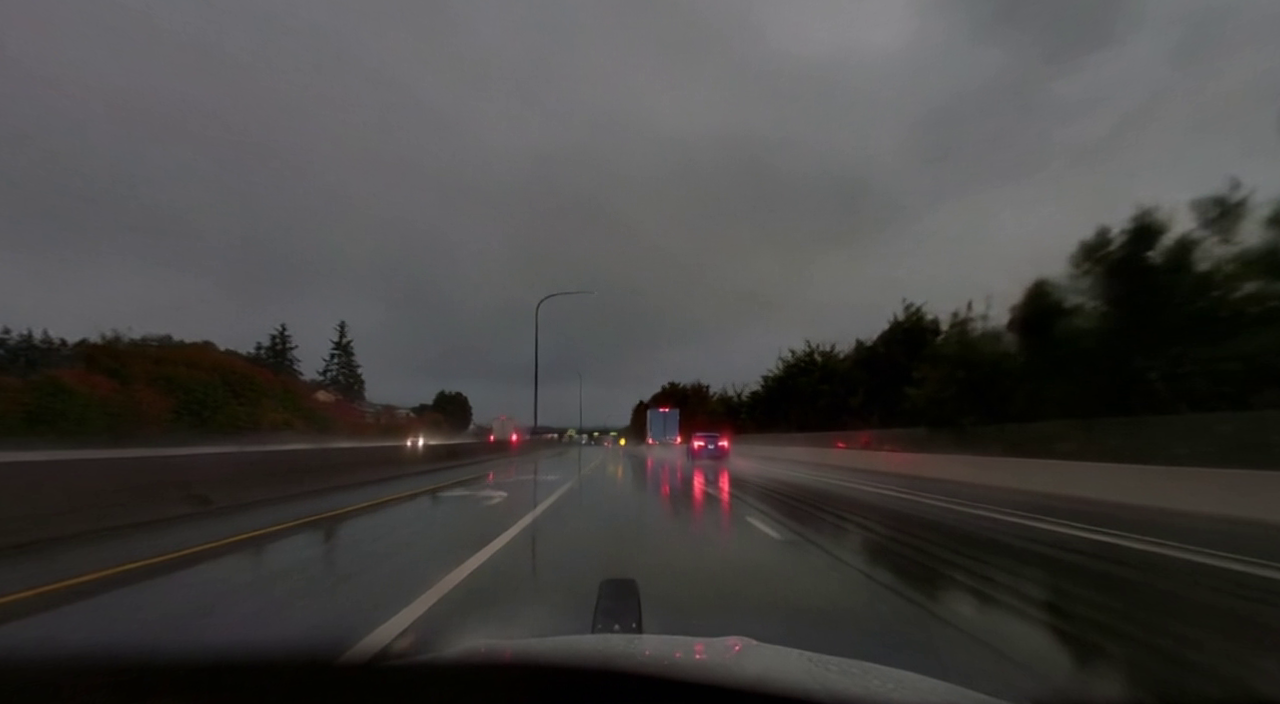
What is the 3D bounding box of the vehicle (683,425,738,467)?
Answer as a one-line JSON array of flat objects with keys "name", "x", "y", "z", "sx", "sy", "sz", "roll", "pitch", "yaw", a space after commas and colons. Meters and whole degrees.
[{"name": "vehicle", "x": 3.406, "y": 4.631, "z": 31.235, "sx": 2.076, "sy": 1.914, "sz": 4.287, "roll": 0, "pitch": -8, "yaw": -2}]
